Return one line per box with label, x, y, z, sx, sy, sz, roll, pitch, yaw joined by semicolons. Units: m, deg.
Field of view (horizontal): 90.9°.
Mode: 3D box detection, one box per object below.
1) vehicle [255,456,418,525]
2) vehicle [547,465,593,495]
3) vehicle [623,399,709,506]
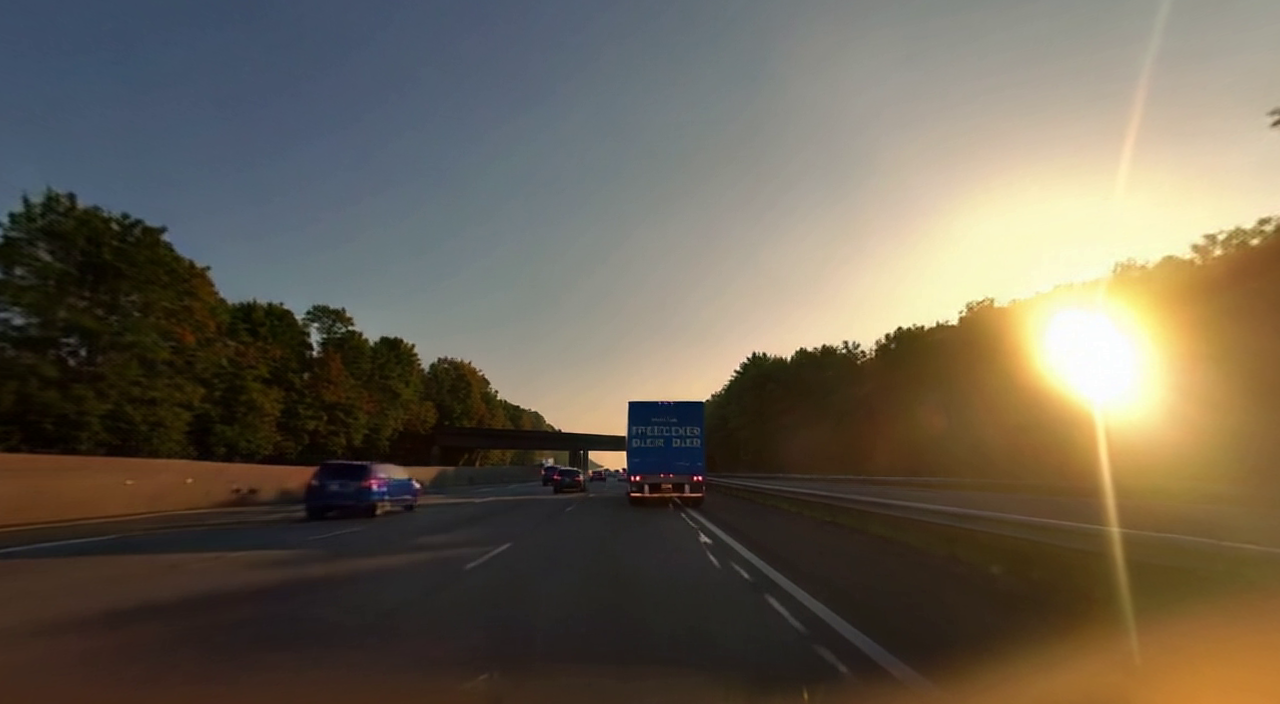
vehicle;-7.814;3.628;16.868;1.955;1.539;4.650;1;-10;1
vehicle;-3.842;7.123;35.296;1.978;1.516;4.617;1;-10;1
vehicle;0.840;4.520;27.798;2.980;3.834;9.423;1;-10;-2
